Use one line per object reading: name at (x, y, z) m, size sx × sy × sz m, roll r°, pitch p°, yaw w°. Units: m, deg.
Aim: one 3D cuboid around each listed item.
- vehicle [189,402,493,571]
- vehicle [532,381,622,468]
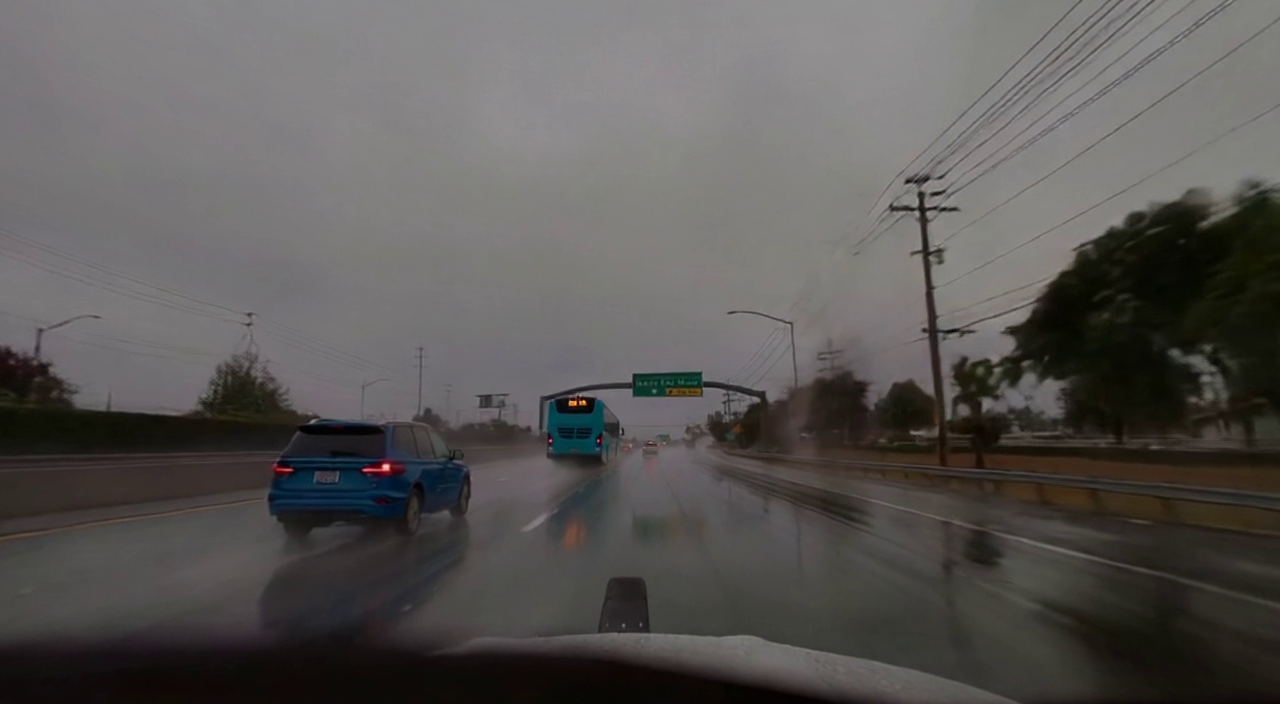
vehicle at (-3.592, 1.702, 8.679) m, size 2.021 × 1.730 × 4.223 m, roll 0°, pitch -8°, yaw 1°
vehicle at (-2.897, 4.097, 33.320) m, size 3.382 × 3.712 × 11.766 m, roll 1°, pitch -9°, yaw 1°
